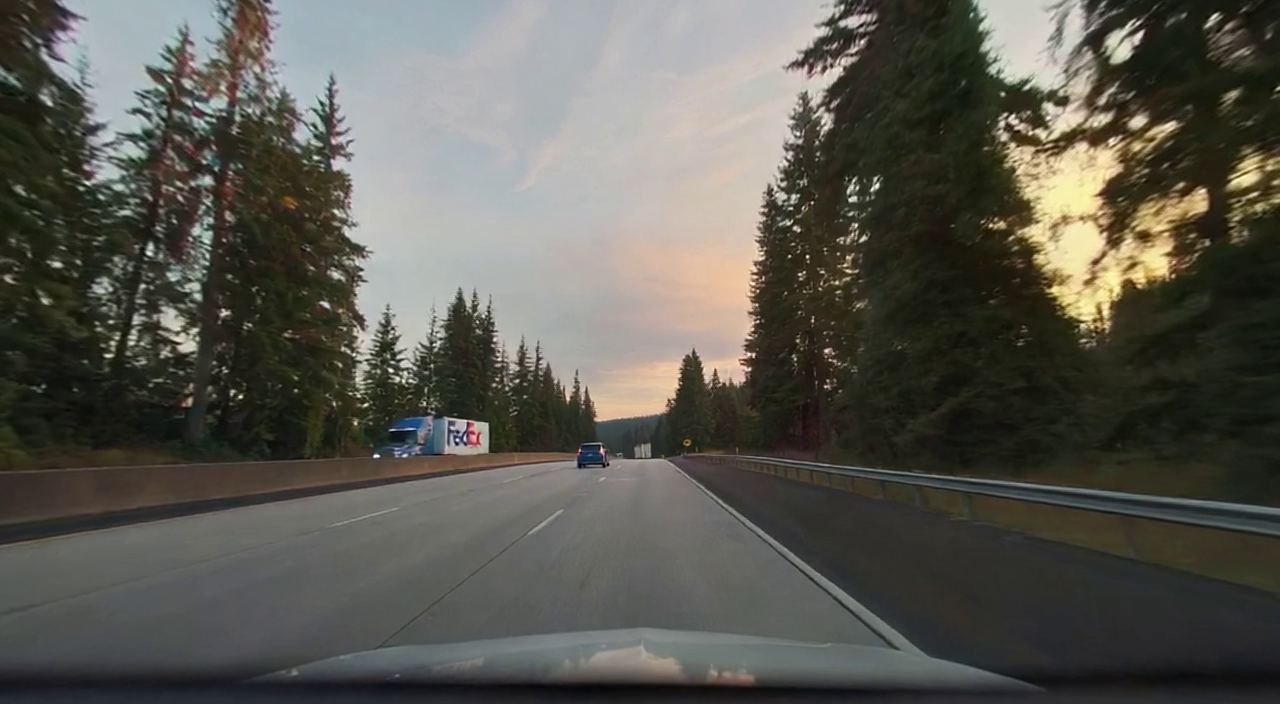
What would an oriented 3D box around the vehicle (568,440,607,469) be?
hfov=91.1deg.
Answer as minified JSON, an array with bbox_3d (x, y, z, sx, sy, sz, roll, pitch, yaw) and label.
[{"bbox_3d":[-3.403,6.731,41.390,2.084,1.752,4.479,0,-8,1],"label":"vehicle"}]

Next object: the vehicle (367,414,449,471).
[{"bbox_3d":[-17.187,6.806,47.255,3.022,3.874,8.340,0,-8,0],"label":"vehicle"}]
